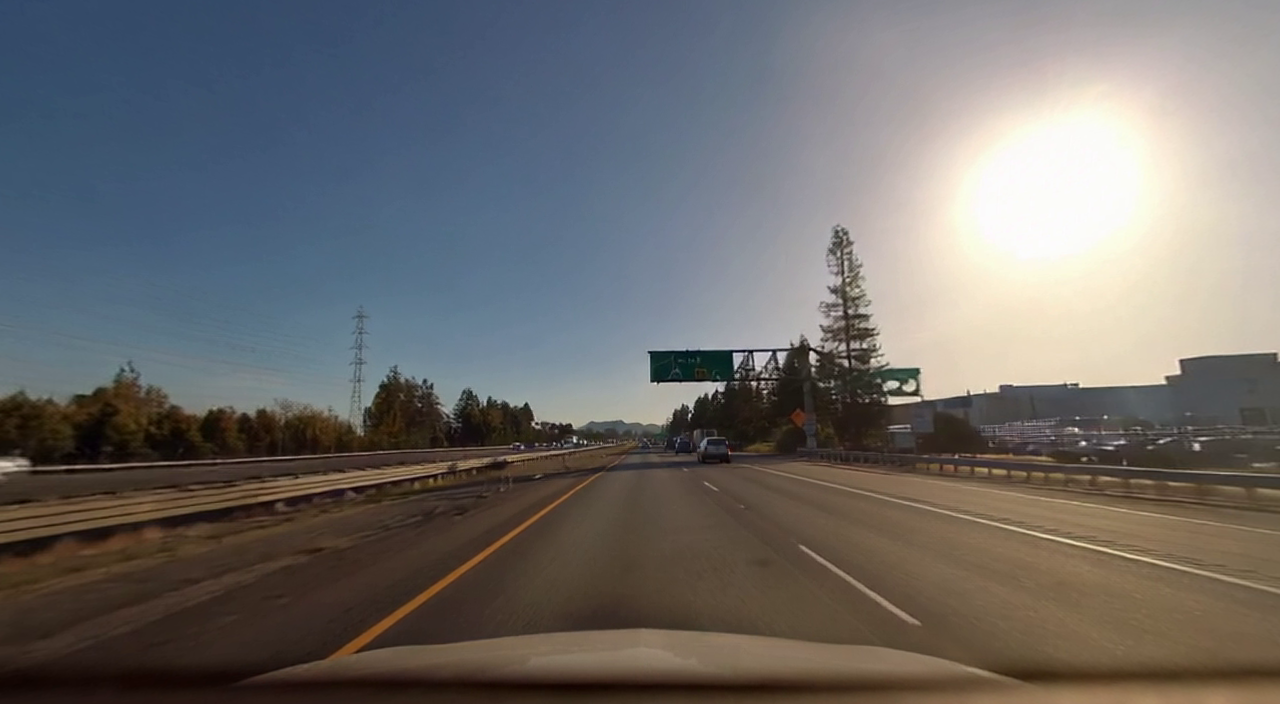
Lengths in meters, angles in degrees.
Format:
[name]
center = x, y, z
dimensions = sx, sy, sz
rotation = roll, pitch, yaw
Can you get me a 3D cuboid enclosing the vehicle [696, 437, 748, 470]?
[vehicle]
center = 4.066, 5.107, 31.851
dimensions = 2.062, 1.518, 4.026
rotation = 0, -8, -1
